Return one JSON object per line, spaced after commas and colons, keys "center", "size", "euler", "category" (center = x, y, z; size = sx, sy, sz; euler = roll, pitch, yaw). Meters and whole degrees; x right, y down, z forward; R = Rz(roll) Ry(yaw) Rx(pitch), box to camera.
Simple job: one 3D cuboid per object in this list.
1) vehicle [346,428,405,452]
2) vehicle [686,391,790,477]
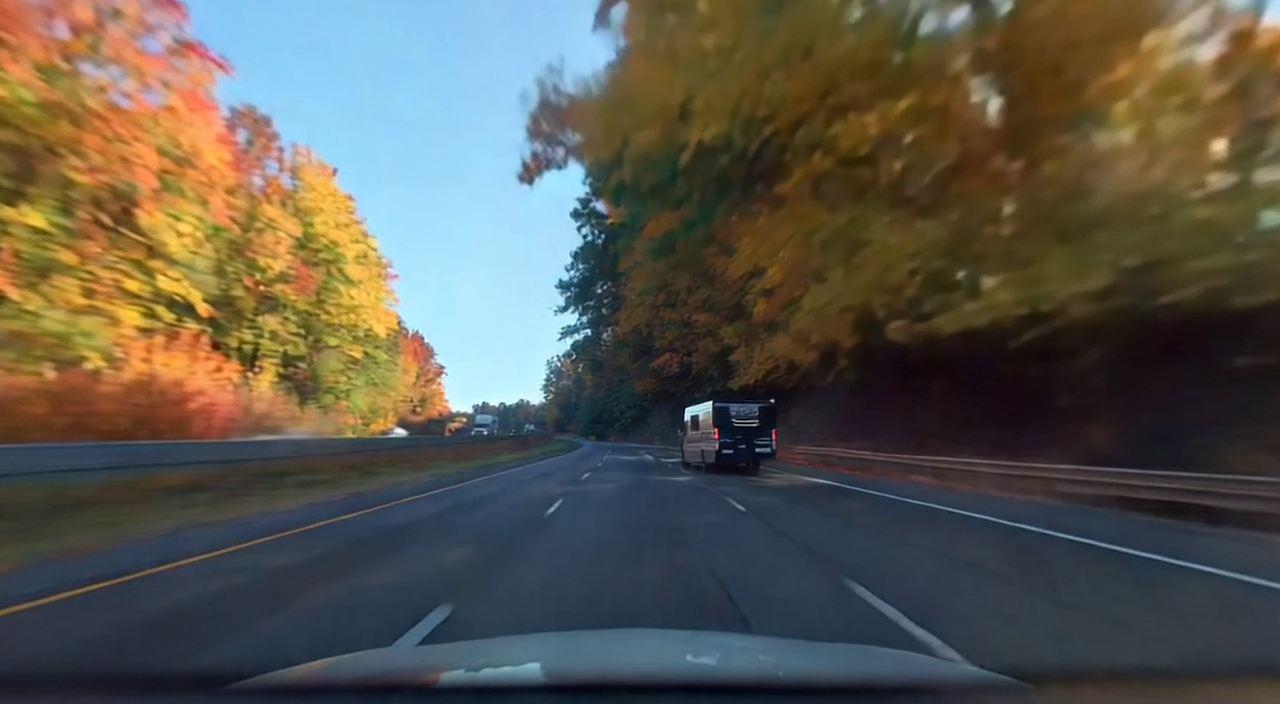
{"center": [-17.316, 5.800, 41.415], "size": [1.861, 1.502, 4.738], "euler": [0, -8, 0], "category": "vehicle"}
{"center": [3.555, 3.239, 24.742], "size": [2.815, 2.876, 7.101], "euler": [0, -8, -1], "category": "vehicle"}
